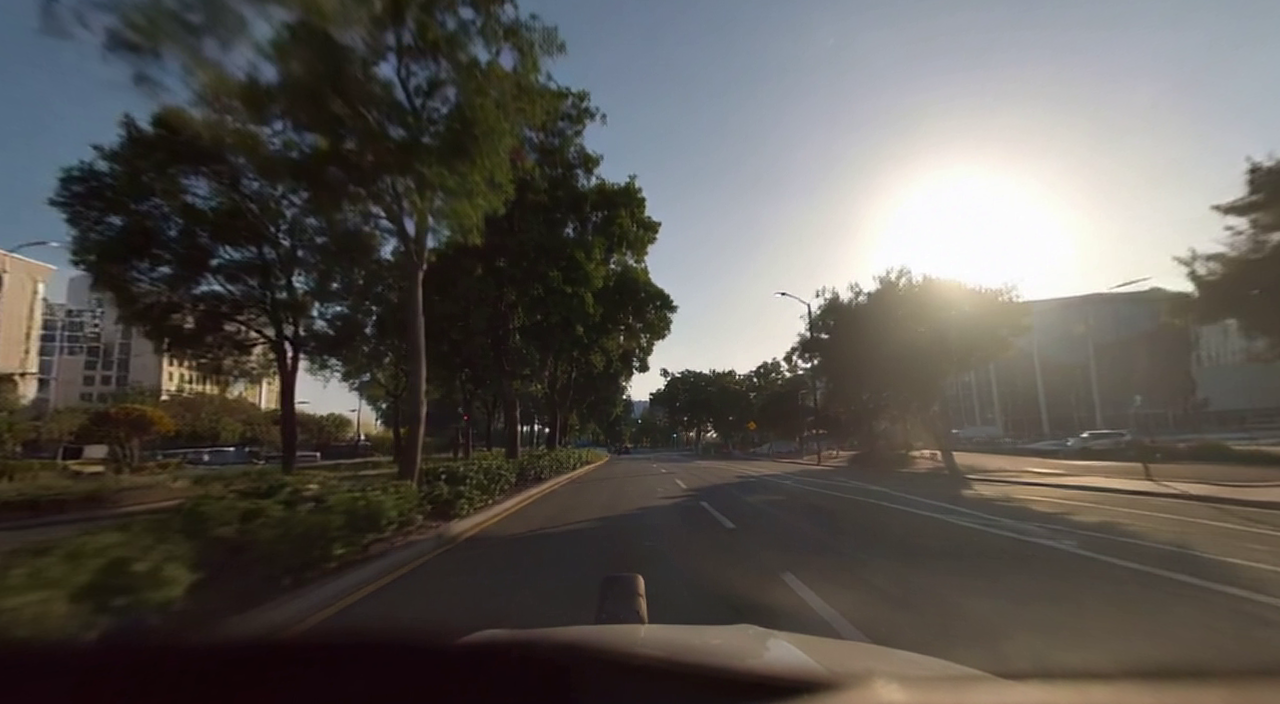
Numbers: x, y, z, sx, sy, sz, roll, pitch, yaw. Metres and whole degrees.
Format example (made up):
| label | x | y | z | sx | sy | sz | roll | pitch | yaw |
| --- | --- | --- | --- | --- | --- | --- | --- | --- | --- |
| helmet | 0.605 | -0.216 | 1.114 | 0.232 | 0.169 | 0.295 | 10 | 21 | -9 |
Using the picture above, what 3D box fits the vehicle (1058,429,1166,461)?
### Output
| label | x | y | z | sx | sy | sz | roll | pitch | yaw |
| --- | --- | --- | --- | --- | --- | --- | --- | --- | --- |
| vehicle | 29.224 | 5.804 | 39.245 | 4.924 | 1.901 | 2.095 | 0 | -9 | 0 |
